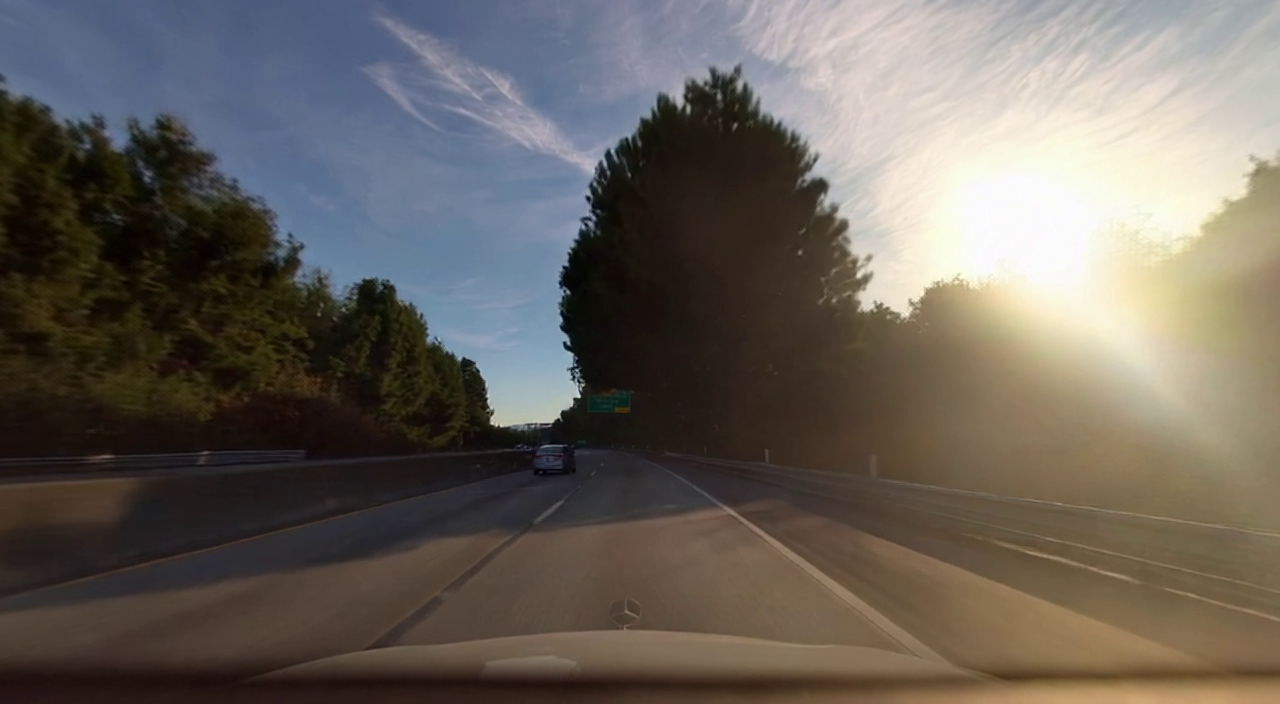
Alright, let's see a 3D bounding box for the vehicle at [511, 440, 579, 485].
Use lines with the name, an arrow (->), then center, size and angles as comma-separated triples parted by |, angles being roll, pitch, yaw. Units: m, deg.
vehicle -> -3.469, 4.113, 23.760 | 1.990, 1.532, 3.911 | 0, -9, 0
